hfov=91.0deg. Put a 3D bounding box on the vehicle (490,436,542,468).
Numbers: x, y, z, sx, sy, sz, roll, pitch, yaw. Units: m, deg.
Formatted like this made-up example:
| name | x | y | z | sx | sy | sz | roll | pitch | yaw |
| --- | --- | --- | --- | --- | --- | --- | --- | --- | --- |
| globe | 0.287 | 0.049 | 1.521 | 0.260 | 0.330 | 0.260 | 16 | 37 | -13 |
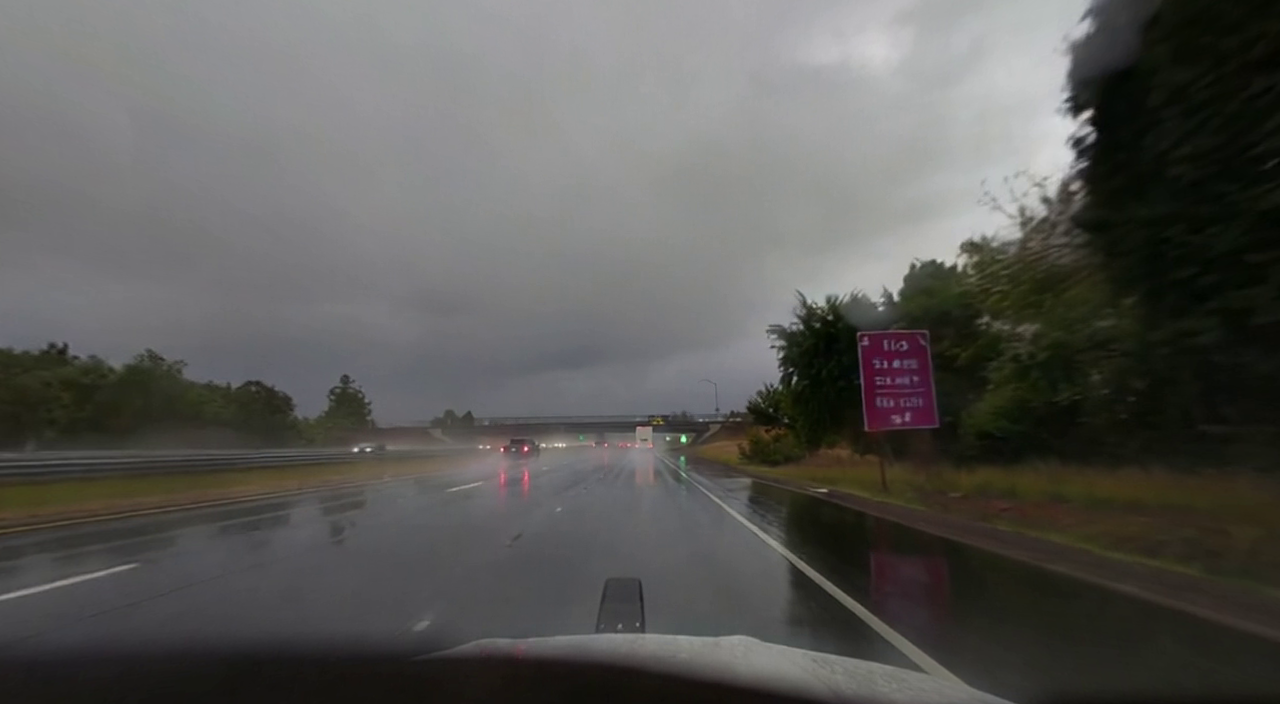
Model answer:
| name | x | y | z | sx | sy | sz | roll | pitch | yaw |
| --- | --- | --- | --- | --- | --- | --- | --- | --- | --- |
| vehicle | -7.180 | 5.853 | 36.886 | 2.070 | 1.738 | 4.733 | 0 | -8 | 0 |
